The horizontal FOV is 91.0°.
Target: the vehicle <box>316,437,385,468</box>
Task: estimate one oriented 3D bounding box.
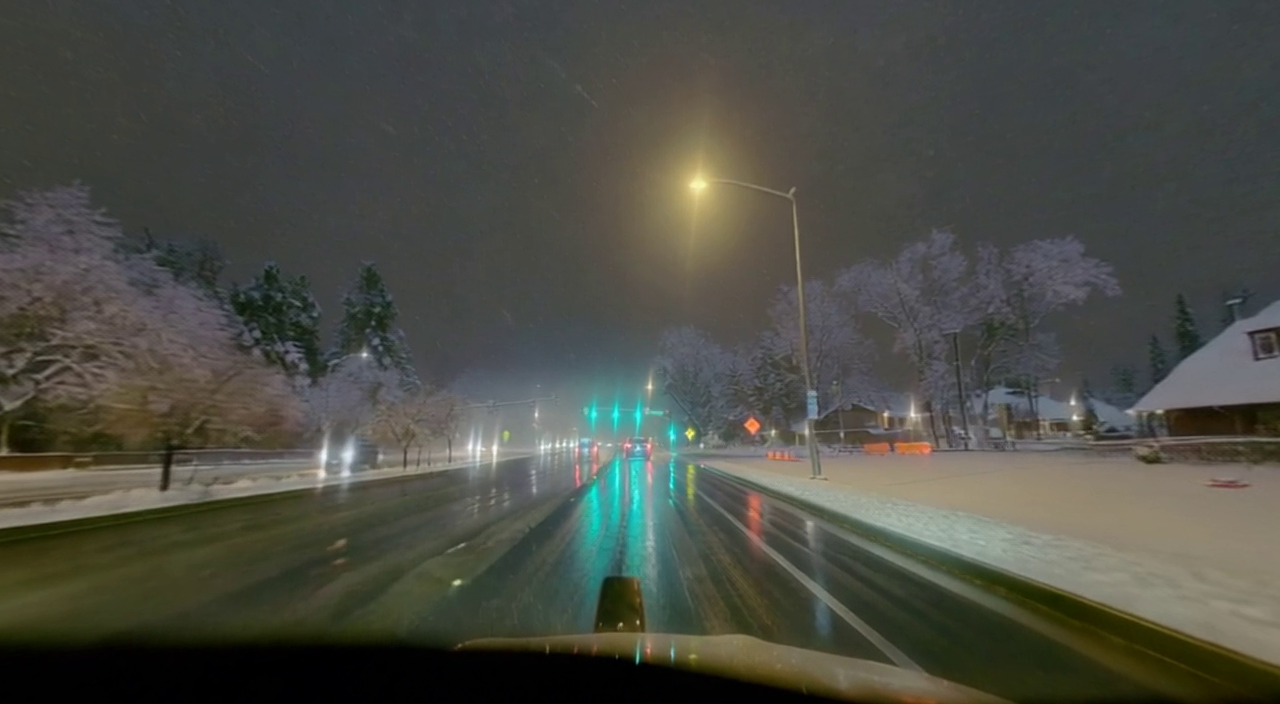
[{"bbox_3d":[-17.467,6.091,38.252,1.986,1.711,4.379,0,-8,1],"label":"vehicle"}]

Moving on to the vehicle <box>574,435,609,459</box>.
[{"bbox_3d":[-3.524,7.072,46.960,2.198,1.663,4.519,0,-8,0],"label":"vehicle"}]
